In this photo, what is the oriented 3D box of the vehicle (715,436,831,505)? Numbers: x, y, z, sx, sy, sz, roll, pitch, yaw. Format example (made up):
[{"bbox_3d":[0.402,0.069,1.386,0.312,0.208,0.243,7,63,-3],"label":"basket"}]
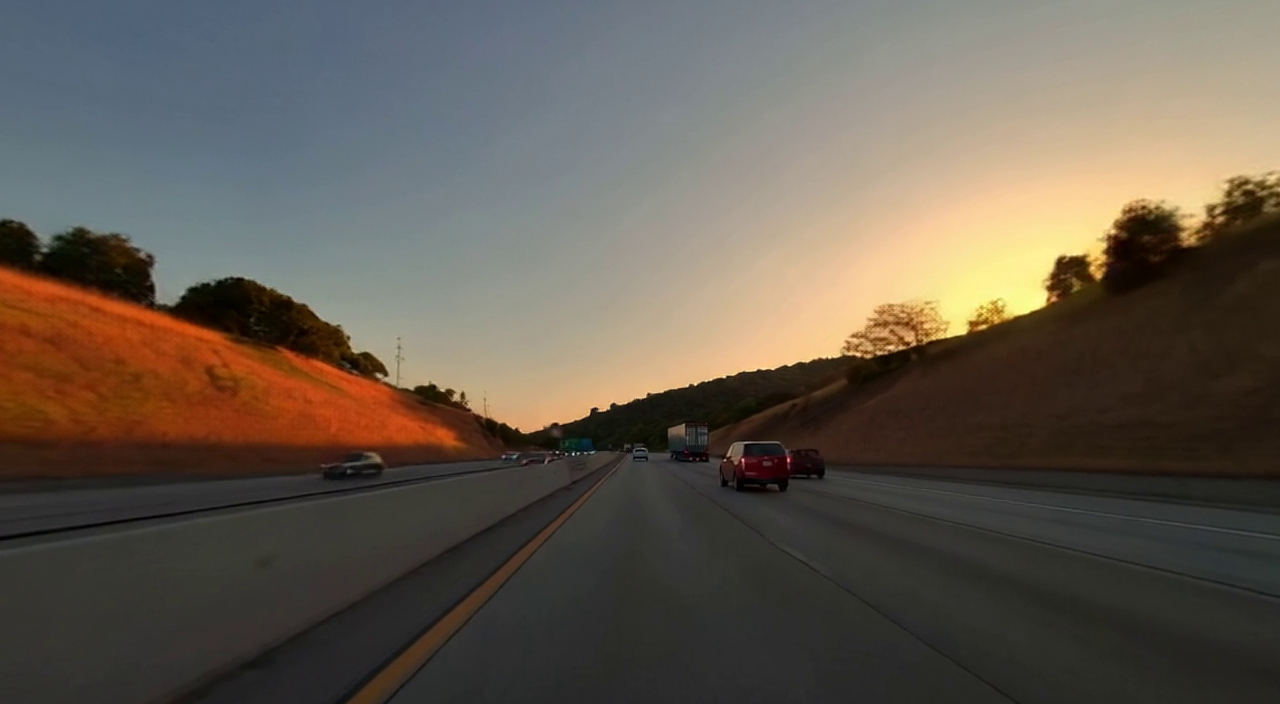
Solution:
[{"bbox_3d":[3.529,3.239,17.705,2.130,1.658,4.537,0,-9,-2],"label":"vehicle"}]

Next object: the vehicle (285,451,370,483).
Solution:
[{"bbox_3d":[-15.019,5.520,30.620,1.889,1.422,4.506,0,-9,-1],"label":"vehicle"}]
